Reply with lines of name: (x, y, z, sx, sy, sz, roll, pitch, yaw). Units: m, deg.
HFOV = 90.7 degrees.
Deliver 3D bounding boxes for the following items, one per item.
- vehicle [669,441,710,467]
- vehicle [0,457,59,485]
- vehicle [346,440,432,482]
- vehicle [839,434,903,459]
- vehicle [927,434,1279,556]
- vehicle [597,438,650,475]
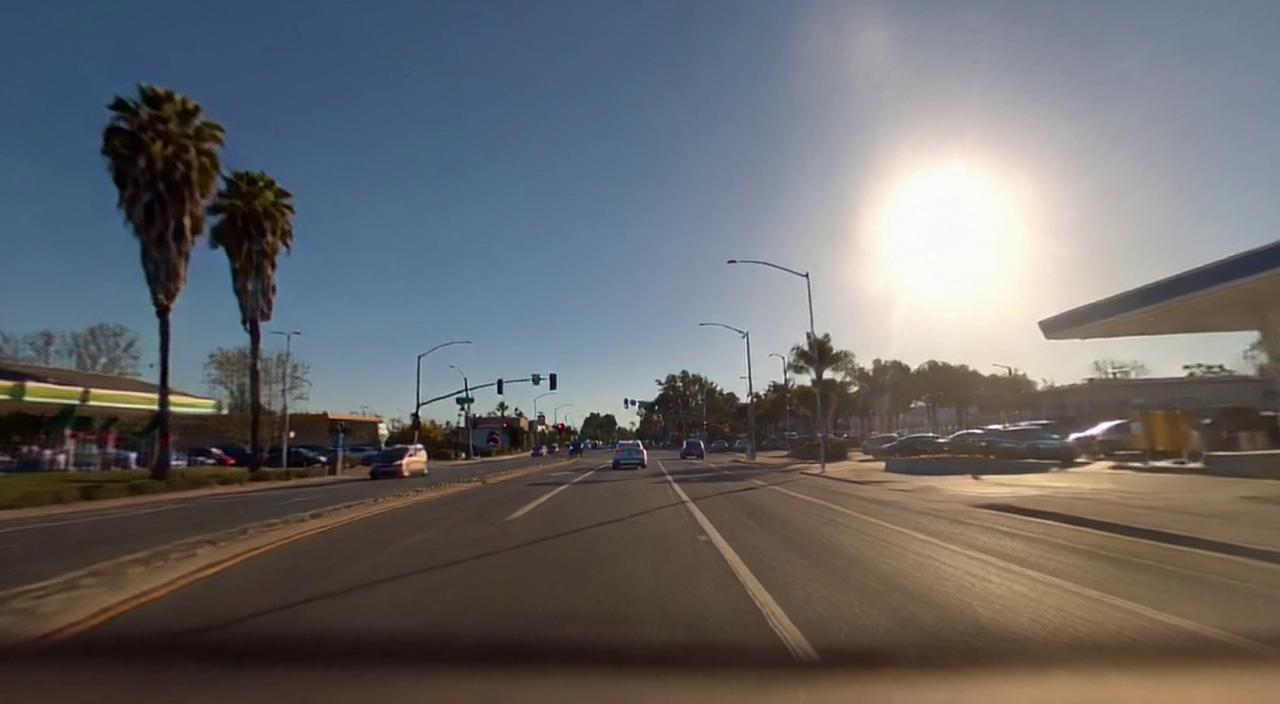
vehicle: (2.958, 6.186, 38.612, 2.060, 1.471, 4.168, 0, -8, -1)
vehicle: (-35.487, 6.630, 35.250, 4.313, 1.462, 1.821, 0, -8, -2)
vehicle: (-11.698, 5.088, 29.902, 2.098, 1.766, 4.787, 0, -8, 0)
vehicle: (14.694, 5.988, 40.138, 4.580, 1.479, 1.985, 8, -12, -44)
vehicle: (6.780, 2.112, 10.213, 1.922, 1.461, 4.868, 0, -8, -1)
vehicle: (-0.707, 4.625, 28.199, 2.160, 1.508, 4.319, 0, -8, -1)
